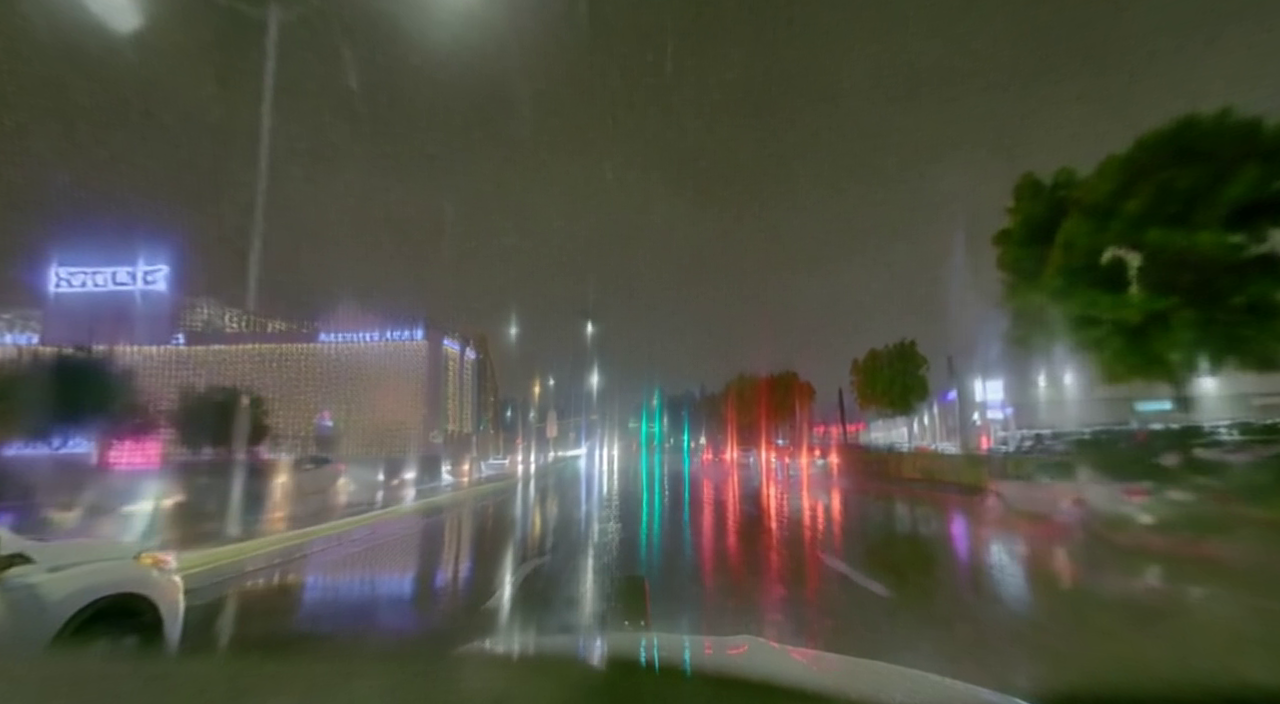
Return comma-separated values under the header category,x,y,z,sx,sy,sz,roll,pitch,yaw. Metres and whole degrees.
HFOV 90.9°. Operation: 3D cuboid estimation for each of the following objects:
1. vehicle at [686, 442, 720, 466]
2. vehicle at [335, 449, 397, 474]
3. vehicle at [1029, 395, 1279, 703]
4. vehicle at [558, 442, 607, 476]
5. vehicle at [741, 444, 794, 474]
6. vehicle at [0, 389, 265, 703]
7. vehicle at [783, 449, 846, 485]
category,x,y,z,sx,sy,sz,roll,pitch,yaw
vehicle,4.562,7.451,46.156,2.007,1.683,4.171,0,-8,-1
vehicle,-17.840,7.132,41.327,1.919,1.460,4.572,0,-8,1
vehicle,3.344,0.790,1.485,1.981,1.499,4.536,0,-8,1
vehicle,-2.726,5.215,31.057,1.917,1.511,4.436,0,-8,1
vehicle,7.493,6.323,37.530,1.918,1.598,4.536,0,-8,-4
vehicle,-3.333,0.750,1.242,2.155,1.504,4.776,0,-8,2
vehicle,7.478,4.937,27.406,1.654,1.440,3.647,0,-8,-1
